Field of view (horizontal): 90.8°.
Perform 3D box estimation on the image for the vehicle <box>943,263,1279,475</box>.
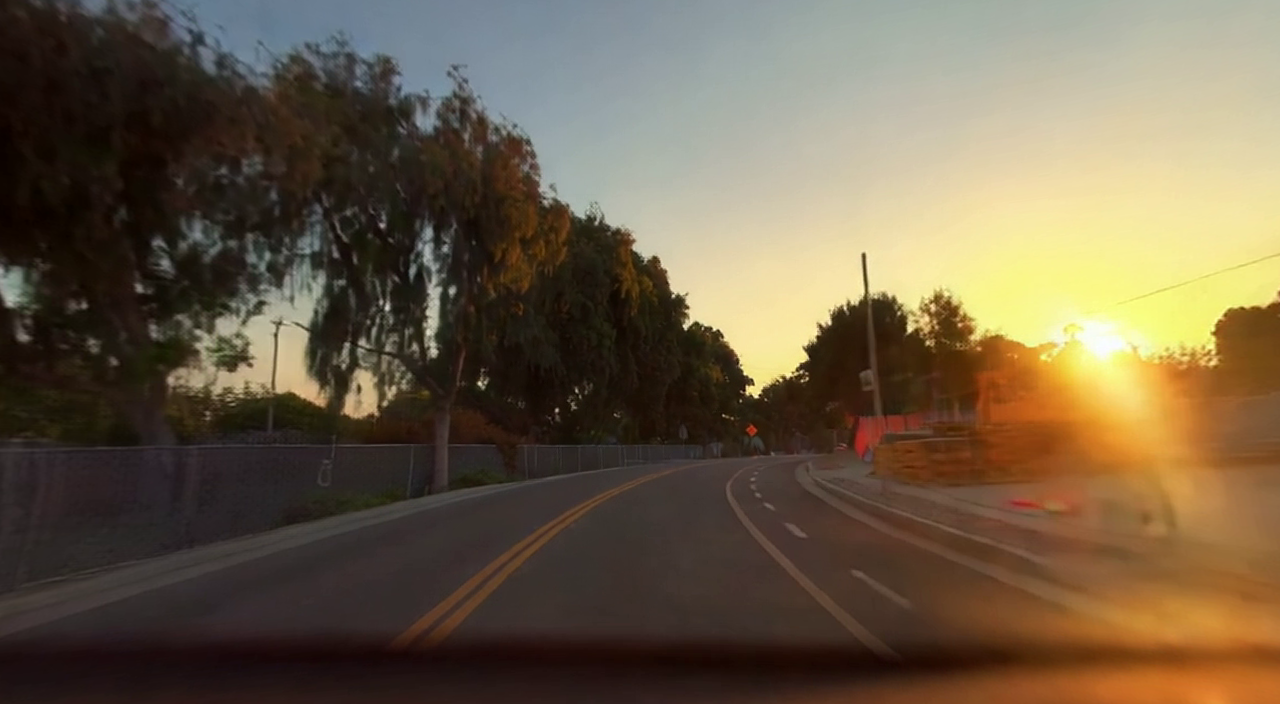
[{"bbox_3d":[11.265,0.987,16.073,2.984,3.691,10.409,-1,-8,7],"label":"vehicle"}]
